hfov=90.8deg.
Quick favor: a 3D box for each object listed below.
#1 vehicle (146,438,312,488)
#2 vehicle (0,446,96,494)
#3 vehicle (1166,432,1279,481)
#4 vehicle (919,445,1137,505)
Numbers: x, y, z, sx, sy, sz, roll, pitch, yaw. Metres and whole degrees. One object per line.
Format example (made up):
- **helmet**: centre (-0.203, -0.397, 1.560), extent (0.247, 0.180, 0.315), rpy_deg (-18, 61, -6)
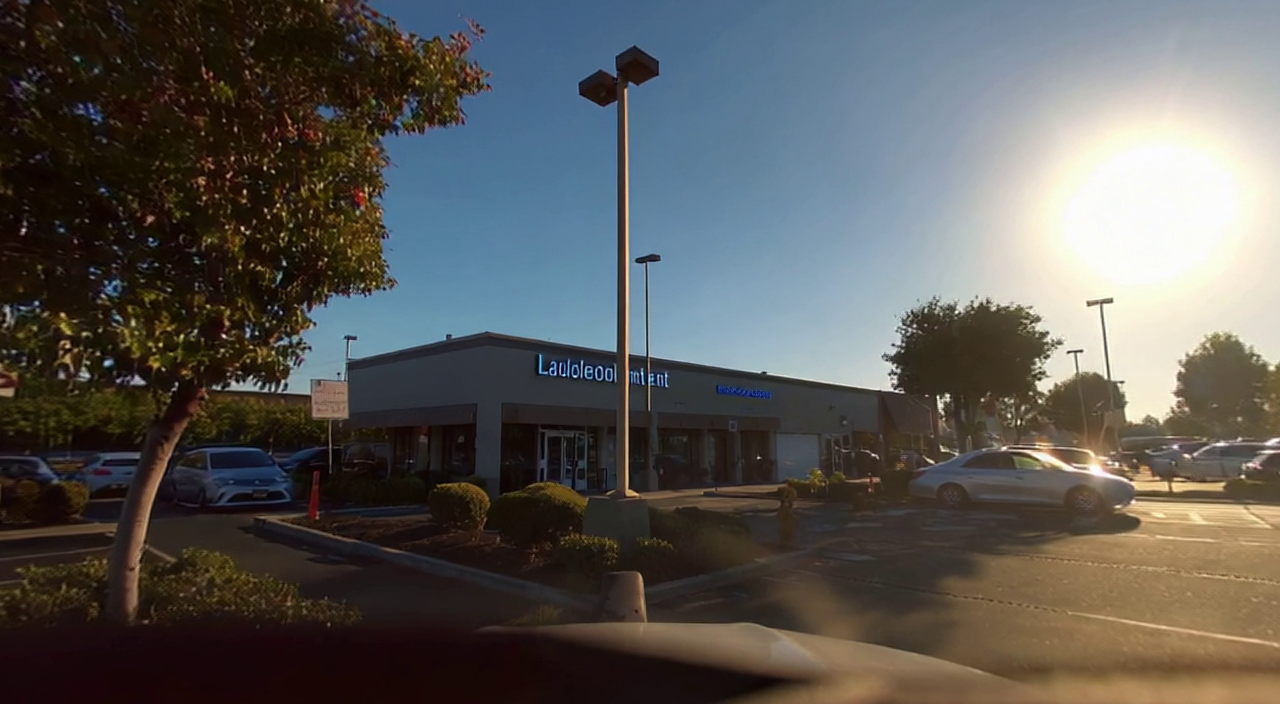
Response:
- **vehicle**: centre (-15.212, 4.091, 23.608), extent (1.921, 1.632, 4.752), rpy_deg (-8, -12, 42)
- **vehicle**: centre (-19.430, 3.600, 19.220), extent (1.790, 1.396, 4.000), rpy_deg (-10, -13, 40)
- **vehicle**: centre (23.402, 3.964, 24.009), extent (4.939, 1.664, 2.055), rpy_deg (-10, -11, 42)
- **vehicle**: centre (10.643, 3.340, 17.620), extent (4.772, 1.441, 1.976), rpy_deg (-8, -12, 42)
